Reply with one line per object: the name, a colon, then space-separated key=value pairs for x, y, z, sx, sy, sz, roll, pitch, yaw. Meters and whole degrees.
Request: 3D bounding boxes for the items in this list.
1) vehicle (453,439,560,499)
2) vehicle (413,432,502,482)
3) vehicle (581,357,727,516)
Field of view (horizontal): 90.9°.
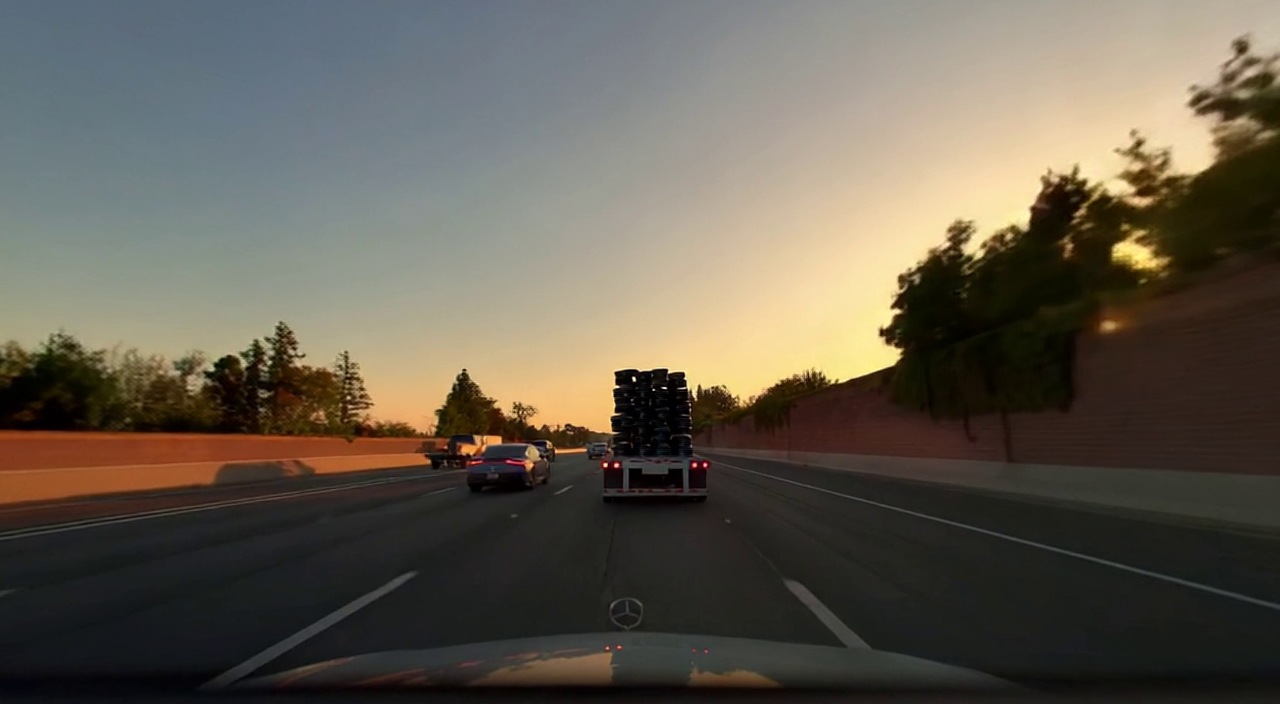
vehicle: x=-3.648 y=3.282 z=18.156 sx=1.974 sy=1.475 sz=4.538 roll=0 pitch=-8 yaw=1
vehicle: x=-7.437 y=4.335 z=26.317 sx=2.164 sy=1.874 sz=5.004 roll=0 pitch=-8 yaw=1
vehicle: x=0.308 y=2.241 z=16.483 sx=2.798 sy=3.071 sz=8.412 roll=0 pitch=-8 yaw=1
